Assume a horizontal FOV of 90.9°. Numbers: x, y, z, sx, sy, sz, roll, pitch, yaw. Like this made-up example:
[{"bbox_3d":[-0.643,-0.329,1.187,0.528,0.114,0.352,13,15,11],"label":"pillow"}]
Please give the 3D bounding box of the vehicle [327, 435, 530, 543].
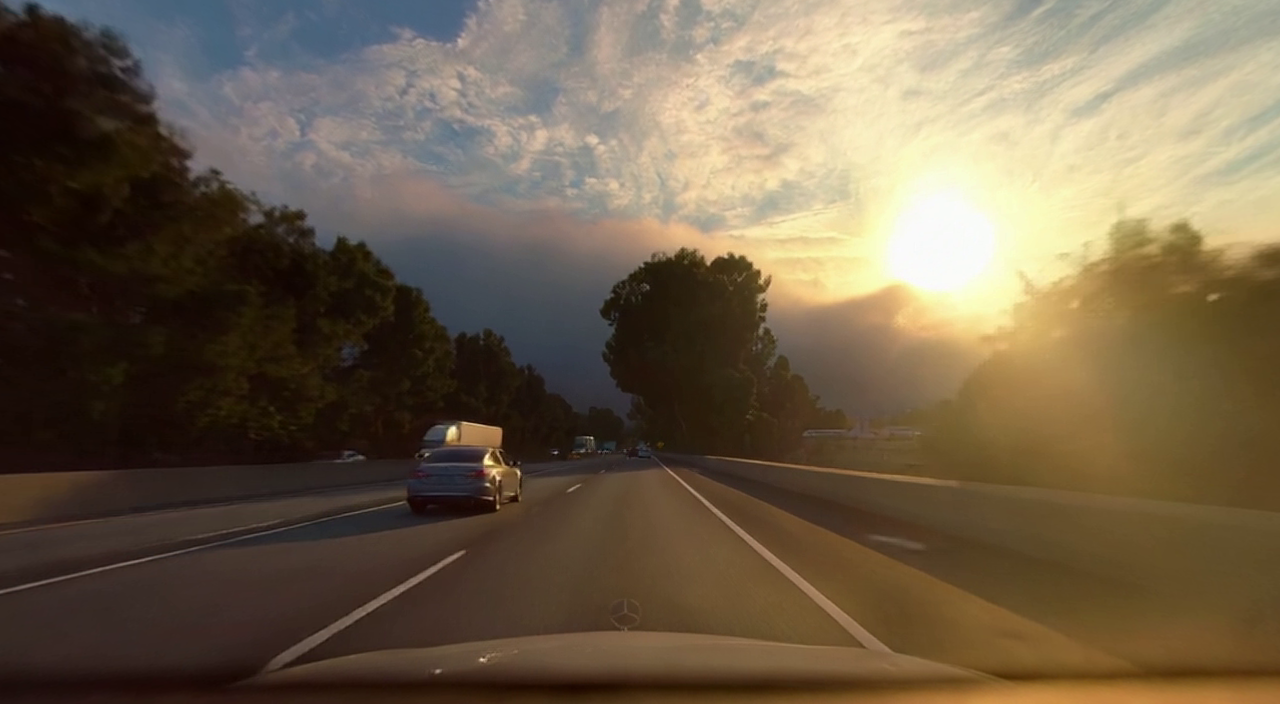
[{"bbox_3d":[-3.409,2.309,11.313,1.969,1.505,4.636,0,-9,1],"label":"vehicle"}]
